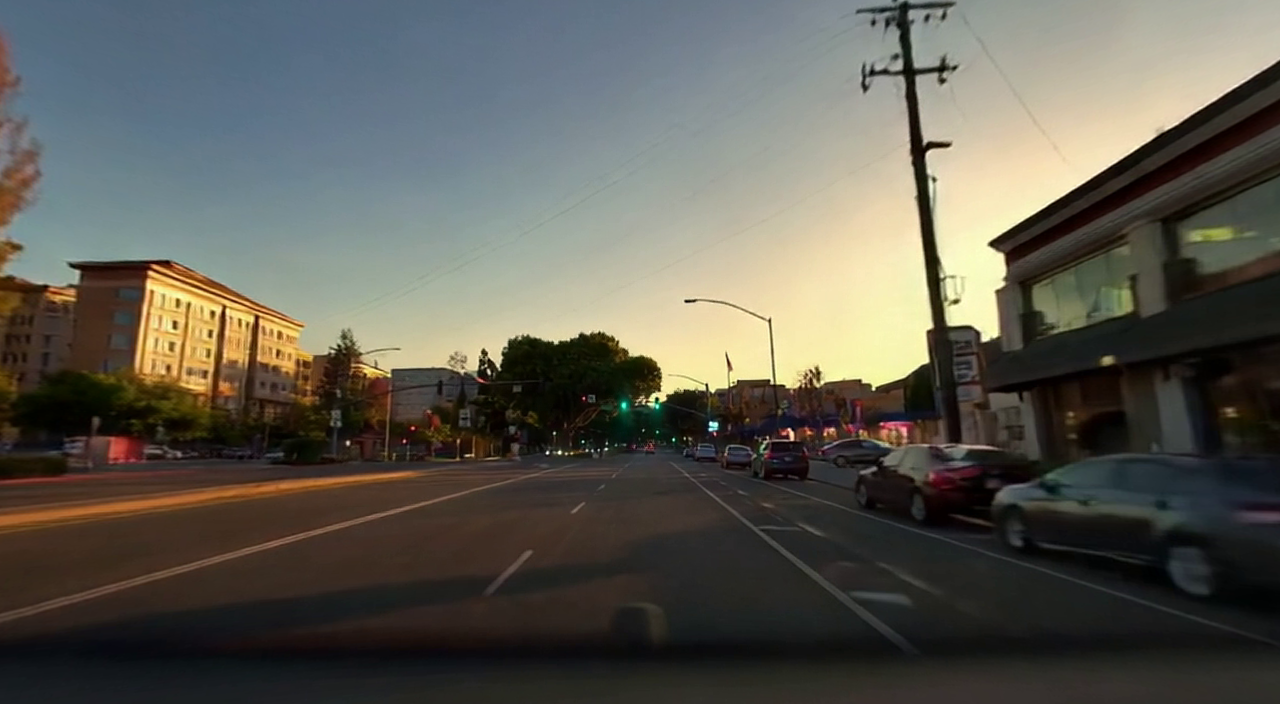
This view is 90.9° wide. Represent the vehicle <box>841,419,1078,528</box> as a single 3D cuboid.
[{"bbox_3d":[5.880,2.321,12.588,1.965,1.705,5.114,1,-9,-1],"label":"vehicle"}]

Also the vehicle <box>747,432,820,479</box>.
[{"bbox_3d":[6.040,4.430,27.154,1.931,1.814,4.870,0,-9,0],"label":"vehicle"}]

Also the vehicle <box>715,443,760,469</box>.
[{"bbox_3d":[6.111,6.596,40.050,2.057,1.541,4.735,0,-9,-1],"label":"vehicle"}]

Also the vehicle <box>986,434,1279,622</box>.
[{"bbox_3d":[5.929,1.644,6.598,1.855,1.463,4.729,1,-9,-1],"label":"vehicle"}]
